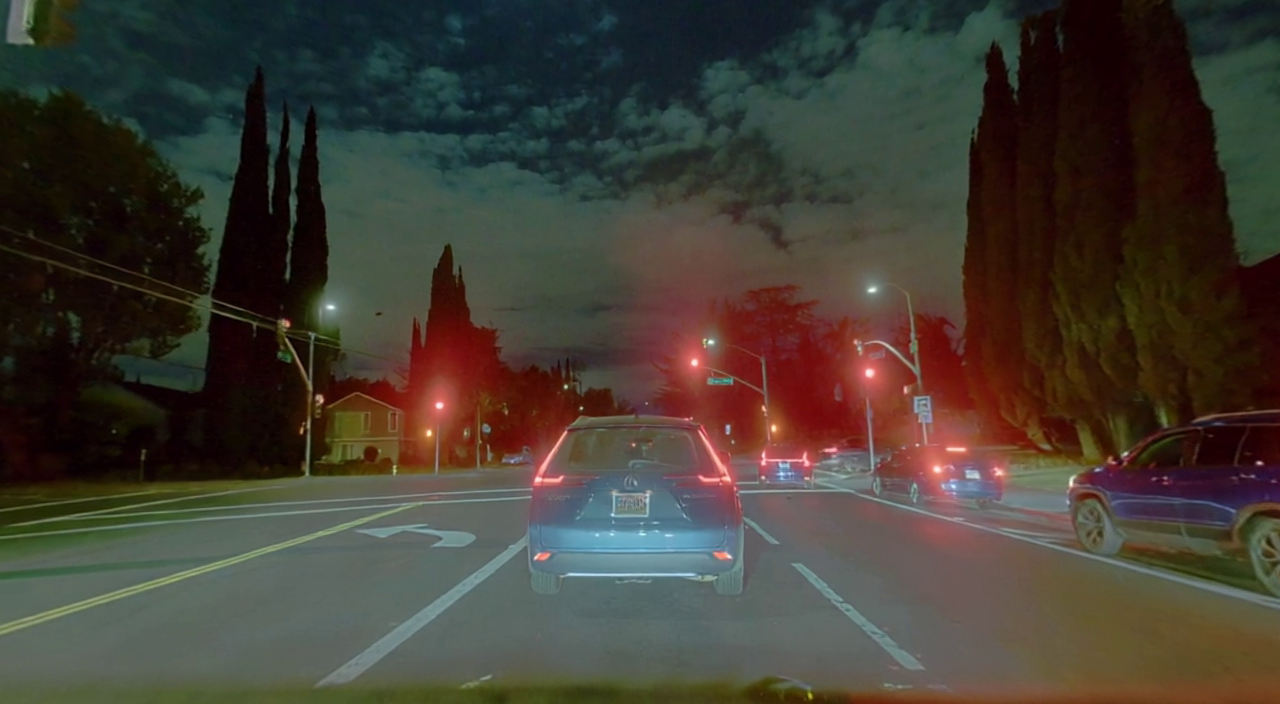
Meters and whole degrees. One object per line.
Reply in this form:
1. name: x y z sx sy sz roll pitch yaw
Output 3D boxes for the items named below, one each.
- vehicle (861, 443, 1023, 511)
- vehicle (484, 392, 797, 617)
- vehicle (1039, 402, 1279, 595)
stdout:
1. vehicle: 7.280 3.010 15.815 1.860 1.436 4.479 0 -8 0
2. vehicle: 0.031 1.456 6.944 2.322 1.667 4.367 0 -8 1
3. vehicle: 7.018 1.543 7.051 1.989 1.791 4.735 0 -8 0
